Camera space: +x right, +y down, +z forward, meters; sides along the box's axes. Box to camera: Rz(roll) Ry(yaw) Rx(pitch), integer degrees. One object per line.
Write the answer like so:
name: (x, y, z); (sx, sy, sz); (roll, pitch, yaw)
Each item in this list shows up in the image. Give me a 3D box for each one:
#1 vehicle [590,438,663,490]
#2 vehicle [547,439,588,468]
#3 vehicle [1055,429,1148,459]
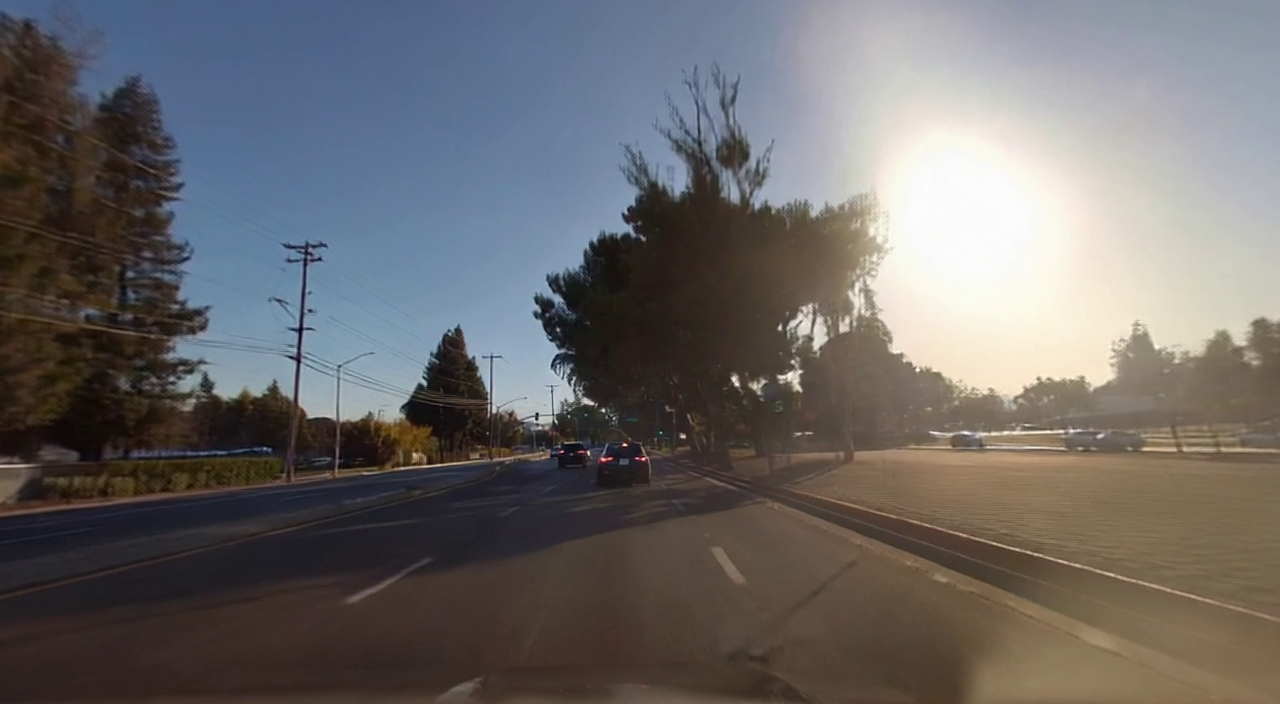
vehicle: (-0.452, 3.831, 21.950); (2.235, 1.597, 4.918); (0, -9, -1)
vehicle: (-4.675, 6.640, 41.151); (2.189, 1.776, 4.342); (0, -9, -1)
vehicle: (35.191, 7.069, 48.302); (2.609, 2.110, 5.813); (0, -9, -1)
